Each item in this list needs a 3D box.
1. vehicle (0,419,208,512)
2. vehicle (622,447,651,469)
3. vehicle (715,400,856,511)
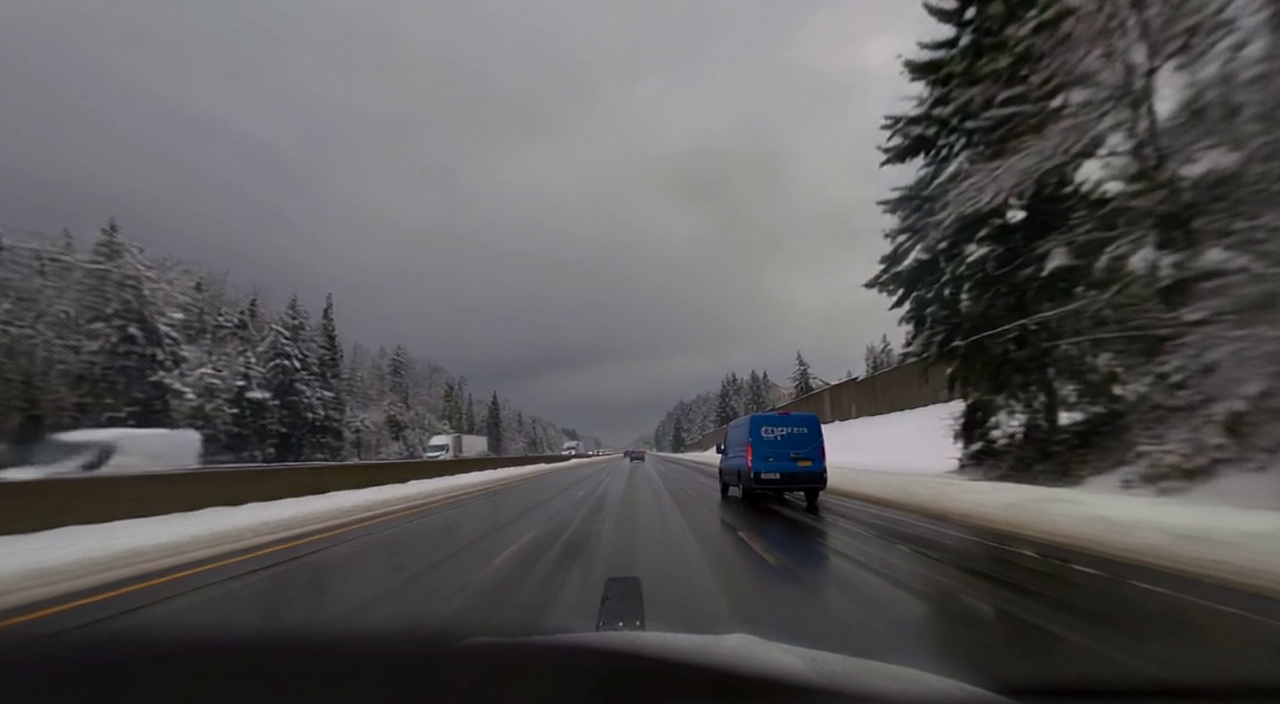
[{"bbox_3d":[-15.550,3.173,18.054,2.275,2.221,5.772,0,-9,0],"label":"vehicle"},{"bbox_3d":[-0.266,8.228,49.086,2.168,1.653,4.307,0,-9,0],"label":"vehicle"},{"bbox_3d":[3.731,2.863,17.686,2.373,2.561,5.922,0,-9,-1],"label":"vehicle"}]
